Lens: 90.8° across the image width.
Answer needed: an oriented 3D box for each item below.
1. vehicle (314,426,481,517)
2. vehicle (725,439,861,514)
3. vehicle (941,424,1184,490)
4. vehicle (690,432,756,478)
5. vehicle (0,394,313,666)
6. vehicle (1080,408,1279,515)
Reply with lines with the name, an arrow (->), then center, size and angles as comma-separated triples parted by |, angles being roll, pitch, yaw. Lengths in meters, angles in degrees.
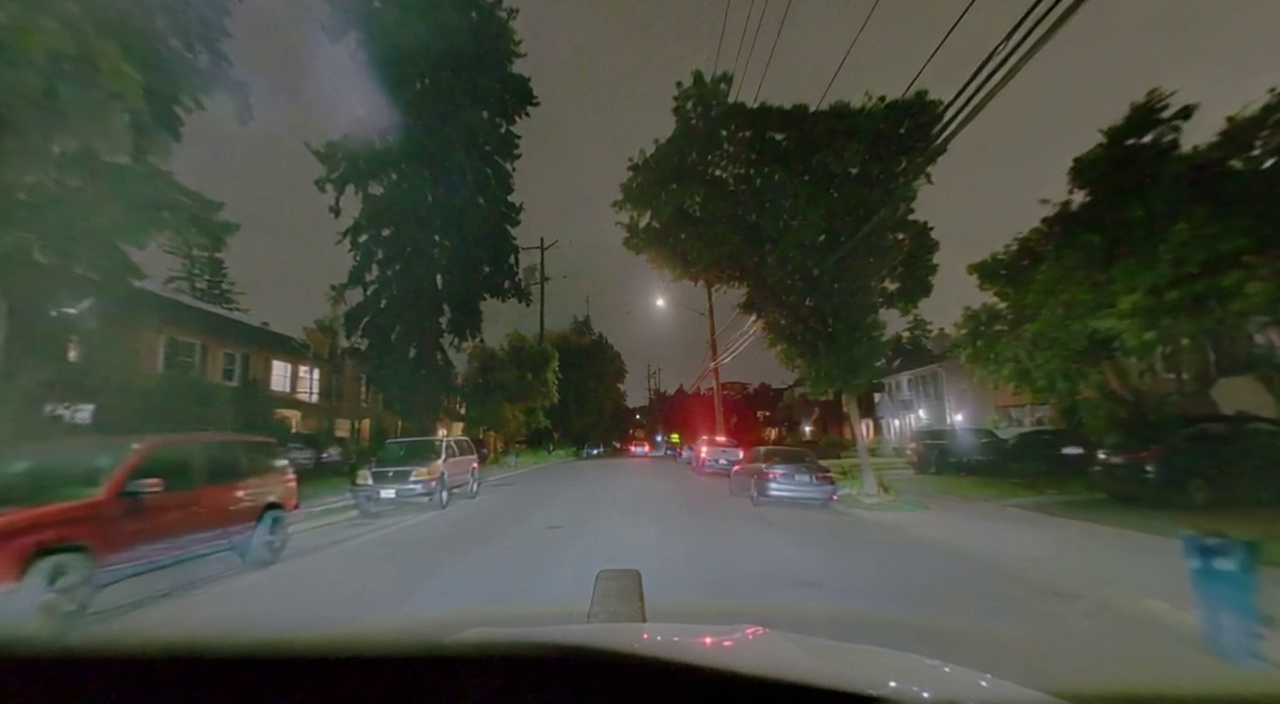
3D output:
vehicle -> -5.203, 2.629, 14.304 | 2.103, 1.731, 4.197 | 0, -9, 0
vehicle -> 3.415, 2.879, 15.197 | 2.008, 1.482, 4.891 | 0, -8, -1
vehicle -> 10.743, 2.700, 16.391 | 4.739, 1.576, 2.086 | 0, -9, 1
vehicle -> 3.563, 4.577, 28.295 | 2.280, 1.820, 5.001 | 0, -8, 0
vehicle -> -5.341, 1.333, 5.633 | 2.275, 1.781, 4.682 | 0, -7, 1
vehicle -> 11.420, 1.928, 11.814 | 4.776, 1.602, 1.968 | -4, -7, 0
